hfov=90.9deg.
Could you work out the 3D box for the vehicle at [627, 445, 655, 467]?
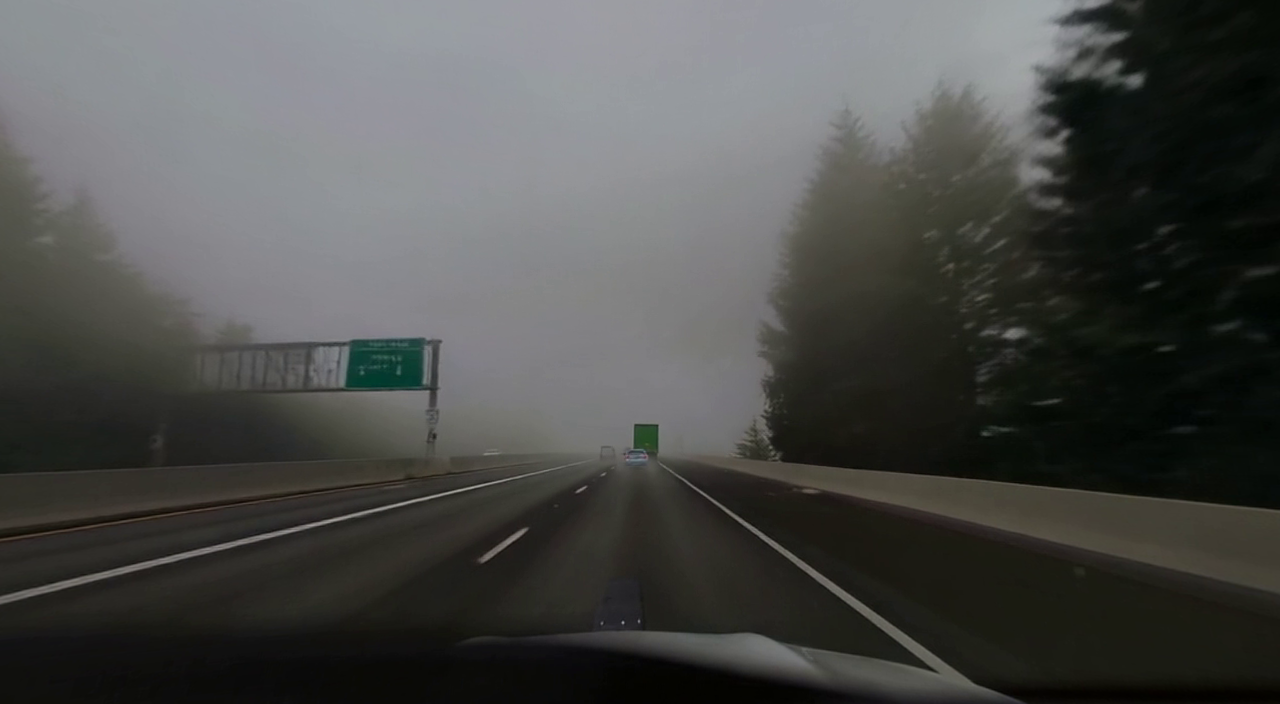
[{"bbox_3d":[0.083,7.993,48.425,2.094,1.559,3.945,-1,-9,0],"label":"vehicle"}]
